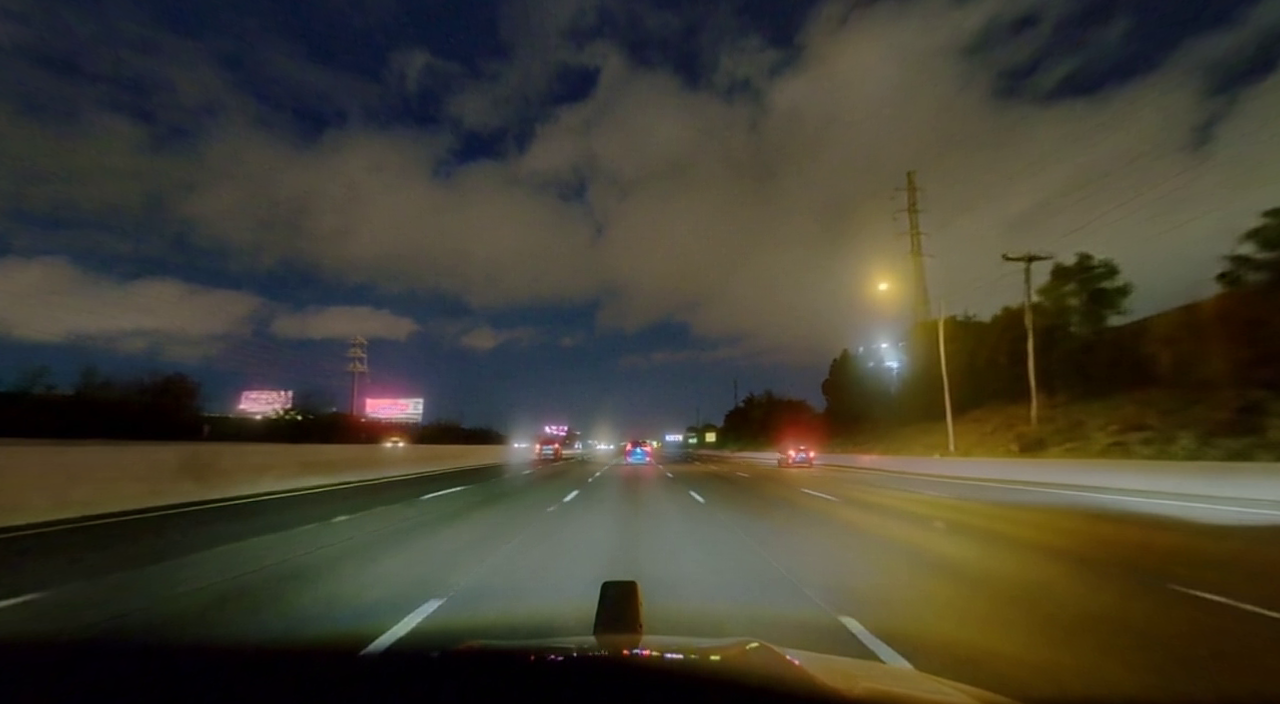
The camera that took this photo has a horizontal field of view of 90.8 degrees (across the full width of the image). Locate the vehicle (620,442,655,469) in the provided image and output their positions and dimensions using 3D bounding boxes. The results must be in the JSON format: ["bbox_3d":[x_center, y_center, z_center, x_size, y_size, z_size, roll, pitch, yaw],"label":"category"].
[{"bbox_3d":[-0.174,6.434,39.464,2.074,1.574,3.971,0,-8,-1],"label":"vehicle"}]
